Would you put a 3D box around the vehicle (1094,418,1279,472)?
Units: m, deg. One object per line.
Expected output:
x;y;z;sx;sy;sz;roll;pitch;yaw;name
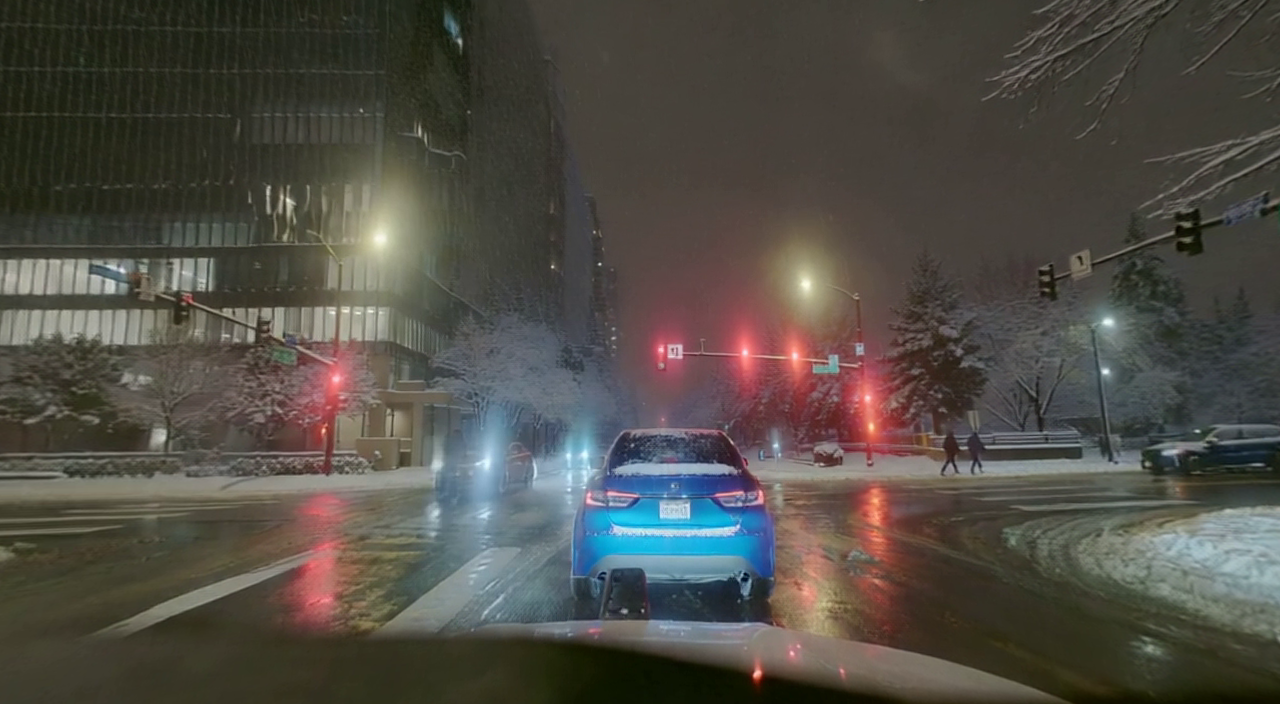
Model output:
19.128;3.265;22.221;4.675;1.772;1.945;0;-8;-1;vehicle

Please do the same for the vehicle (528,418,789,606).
-0.144;1.646;7.486;1.893;1.532;4.145;2;-9;-16;vehicle

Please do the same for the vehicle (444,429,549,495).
-4.202;3.307;19.351;2.006;1.756;4.599;0;-8;2;vehicle
